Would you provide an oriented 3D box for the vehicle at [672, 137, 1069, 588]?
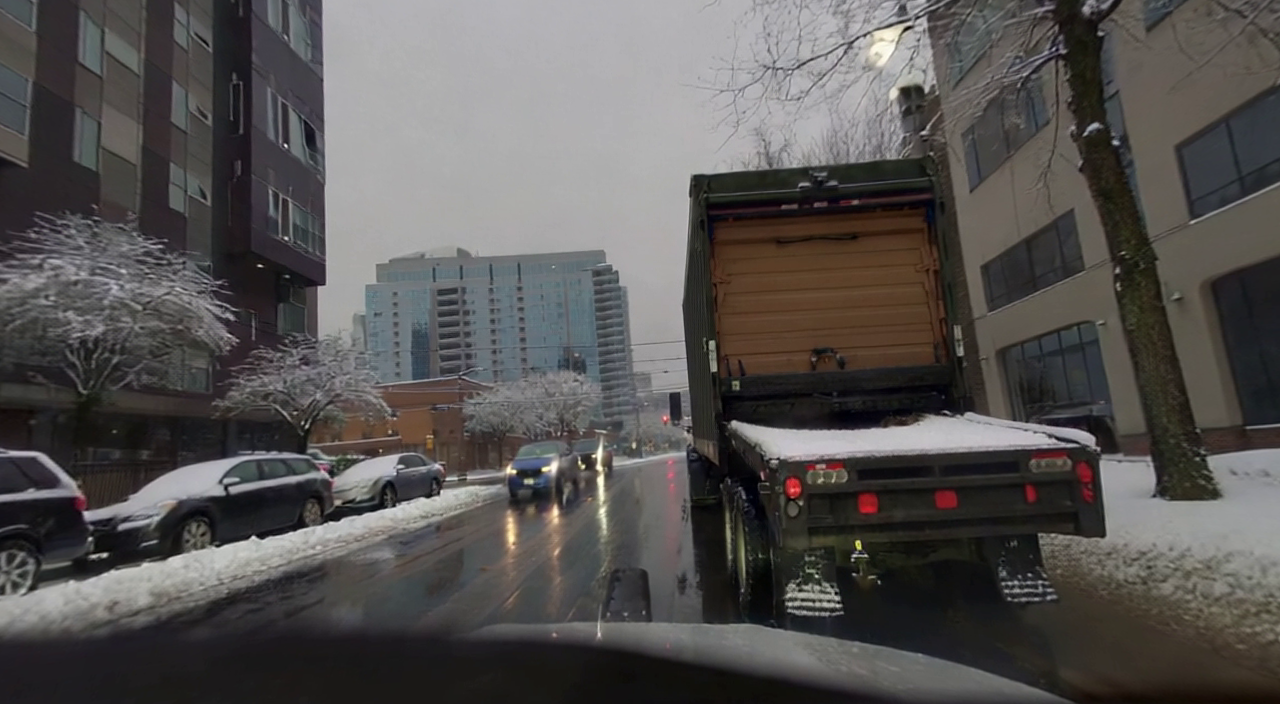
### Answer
[{"bbox_3d":[2.543,0.841,11.443,3.320,4.034,11.553,-1,-8,6],"label":"vehicle"}]

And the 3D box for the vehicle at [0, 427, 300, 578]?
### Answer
[{"bbox_3d":[-8.118,2.082,9.272,5.022,1.872,2.137,7,-11,-40],"label":"vehicle"}]

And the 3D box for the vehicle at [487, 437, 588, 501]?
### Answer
[{"bbox_3d":[-2.700,3.193,17.731,2.183,1.563,4.257,0,-8,-1],"label":"vehicle"}]
